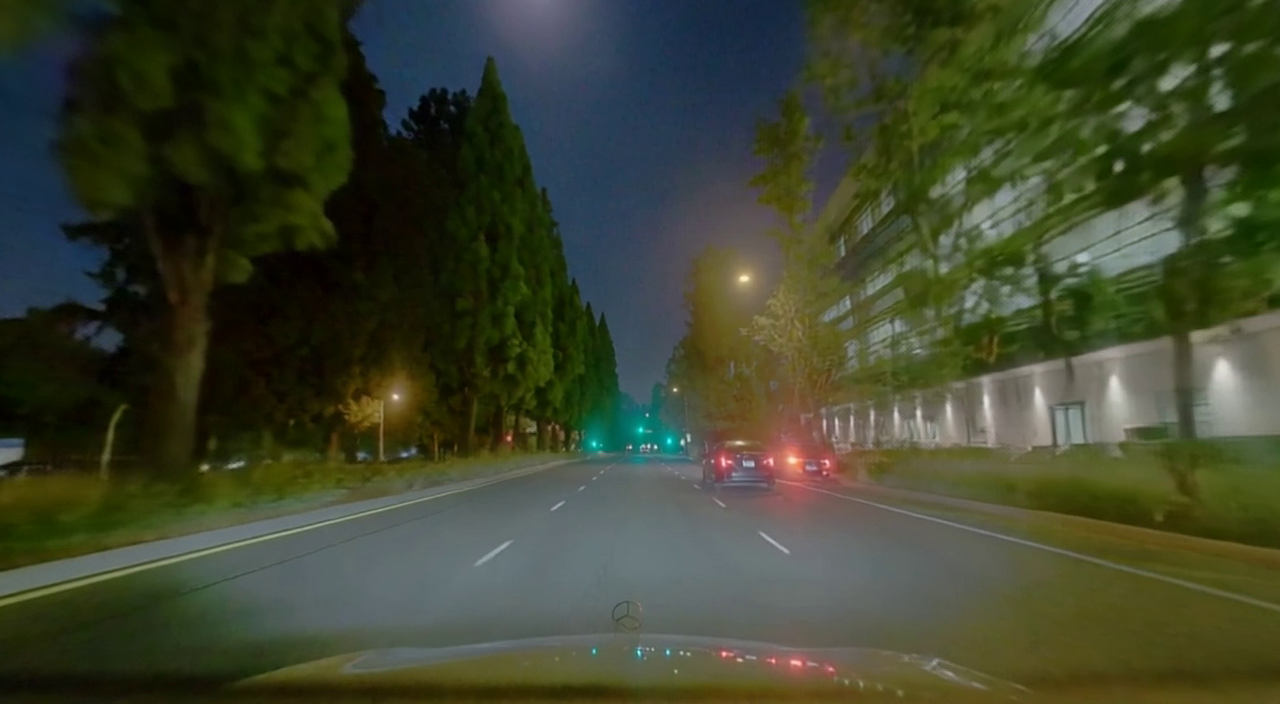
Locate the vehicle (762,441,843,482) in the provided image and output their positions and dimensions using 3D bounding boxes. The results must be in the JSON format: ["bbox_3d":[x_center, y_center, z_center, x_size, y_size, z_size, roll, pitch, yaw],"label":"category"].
[{"bbox_3d":[6.739,4.586,26.851,1.918,1.544,4.871,-1,-8,-3],"label":"vehicle"}]

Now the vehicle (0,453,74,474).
[{"bbox_3d":[-44.365,8.072,45.914,4.471,1.466,1.887,0,-8,-1],"label":"vehicle"}]

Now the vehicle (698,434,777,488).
[{"bbox_3d":[3.367,3.857,22.802,2.083,1.743,4.354,0,-8,-1],"label":"vehicle"}]

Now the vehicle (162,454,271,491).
[{"bbox_3d":[-19.350,5.485,29.176,1.839,1.481,4.585,0,-8,0],"label":"vehicle"}]
